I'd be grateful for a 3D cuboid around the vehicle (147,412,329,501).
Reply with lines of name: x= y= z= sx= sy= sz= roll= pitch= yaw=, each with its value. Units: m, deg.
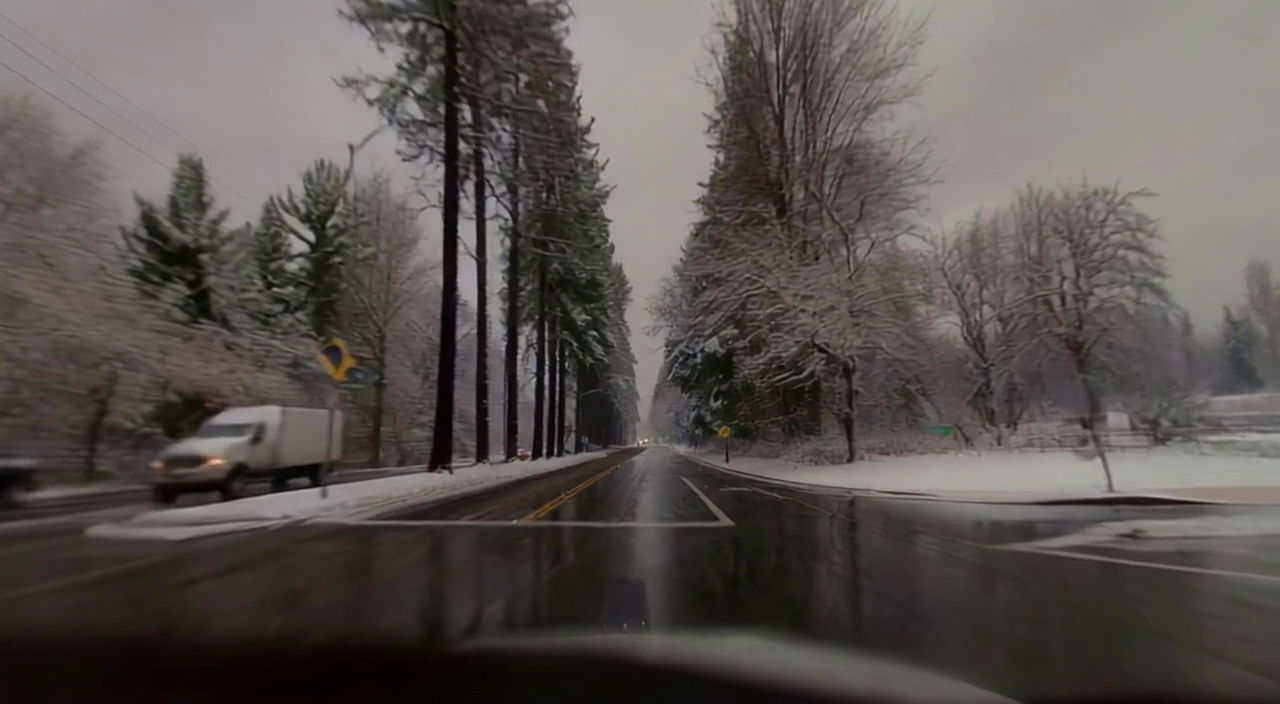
vehicle: x=-13.347 y=3.522 z=21.599 sx=2.305 sy=2.620 sz=5.830 roll=0 pitch=-8 yaw=0
